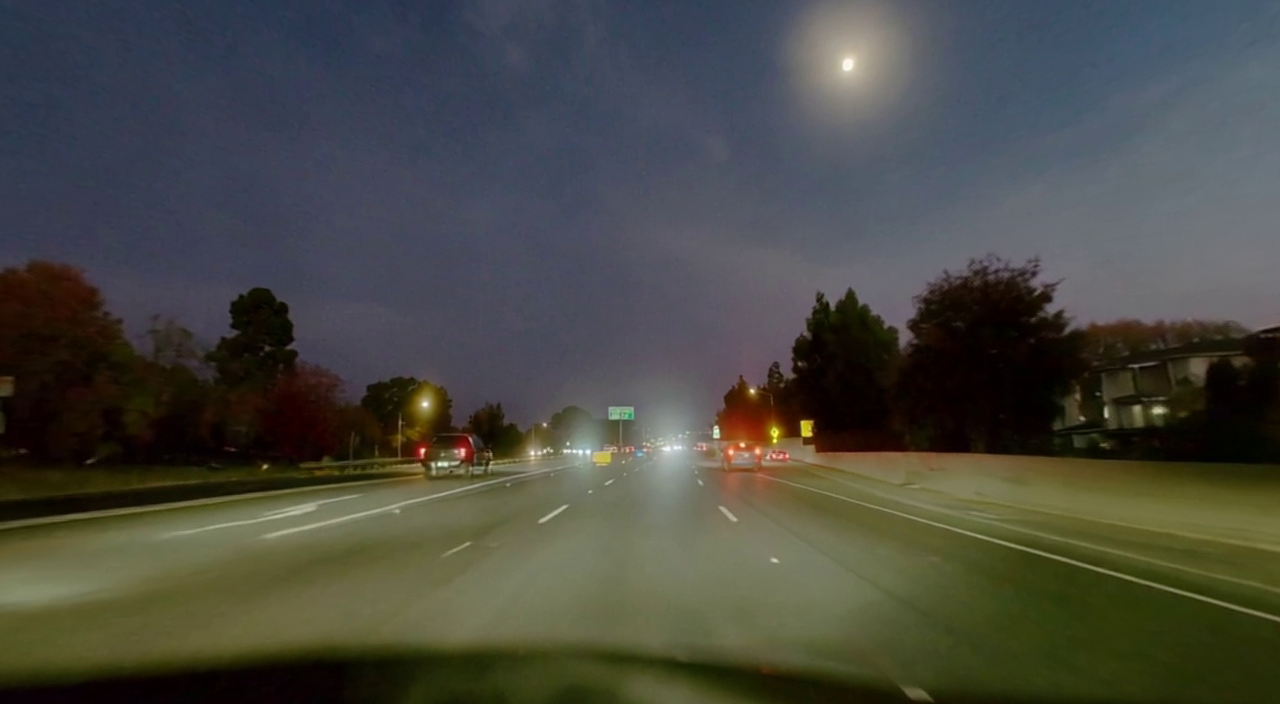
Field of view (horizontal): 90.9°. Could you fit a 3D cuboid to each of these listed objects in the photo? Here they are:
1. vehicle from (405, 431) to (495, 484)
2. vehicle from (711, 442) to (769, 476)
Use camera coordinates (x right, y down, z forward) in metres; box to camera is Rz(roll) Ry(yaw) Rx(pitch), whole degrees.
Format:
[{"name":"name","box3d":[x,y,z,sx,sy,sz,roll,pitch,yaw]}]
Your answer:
[{"name":"vehicle","box3d":[-7.343,4.131,24.976,2.122,1.847,4.696,0,-8,-1]},{"name":"vehicle","box3d":[4.577,4.954,29.504,2.100,1.472,4.533,0,-8,2]}]
